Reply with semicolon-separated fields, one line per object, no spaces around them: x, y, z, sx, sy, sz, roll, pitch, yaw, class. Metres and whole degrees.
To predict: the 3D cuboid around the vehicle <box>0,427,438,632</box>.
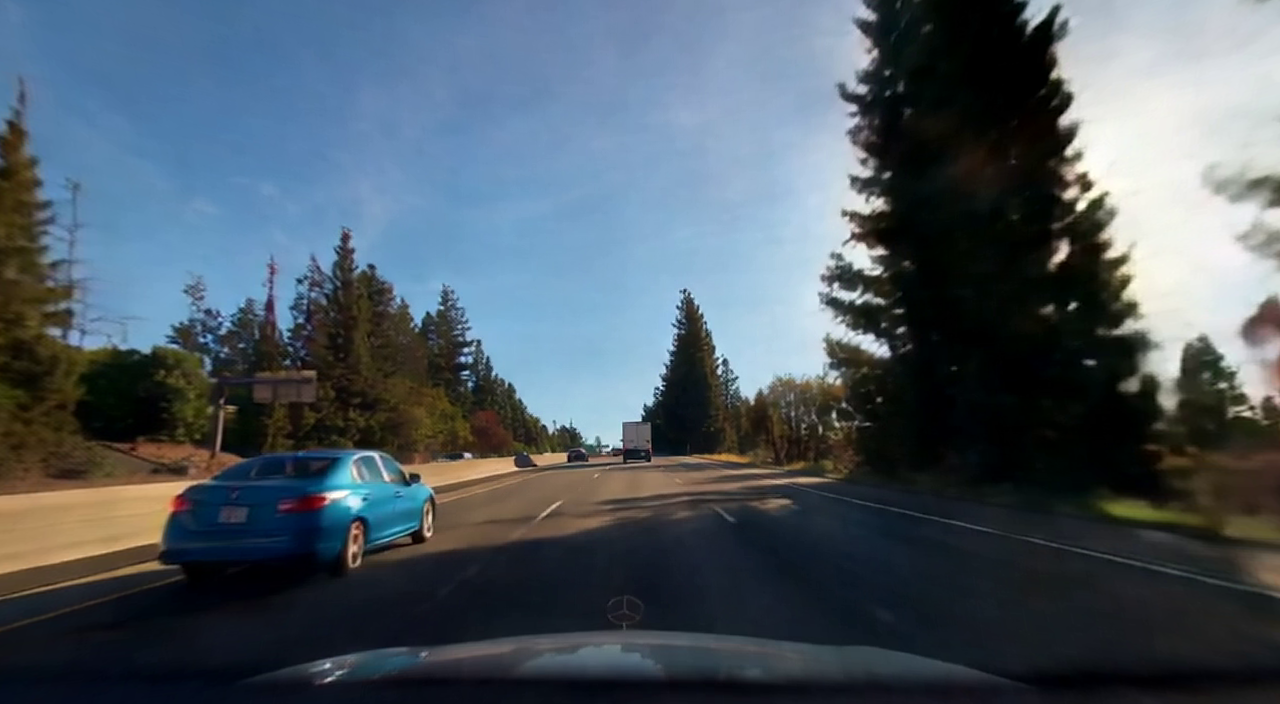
-3.955;1.667;7.001;1.916;1.506;4.476;0;-9;0;vehicle

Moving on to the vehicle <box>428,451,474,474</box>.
-13.744;8.049;46.055;2.001;1.574;4.157;0;-9;0;vehicle

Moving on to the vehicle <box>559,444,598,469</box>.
-4.291;7.403;44.853;2.311;1.655;4.382;0;-9;0;vehicle
